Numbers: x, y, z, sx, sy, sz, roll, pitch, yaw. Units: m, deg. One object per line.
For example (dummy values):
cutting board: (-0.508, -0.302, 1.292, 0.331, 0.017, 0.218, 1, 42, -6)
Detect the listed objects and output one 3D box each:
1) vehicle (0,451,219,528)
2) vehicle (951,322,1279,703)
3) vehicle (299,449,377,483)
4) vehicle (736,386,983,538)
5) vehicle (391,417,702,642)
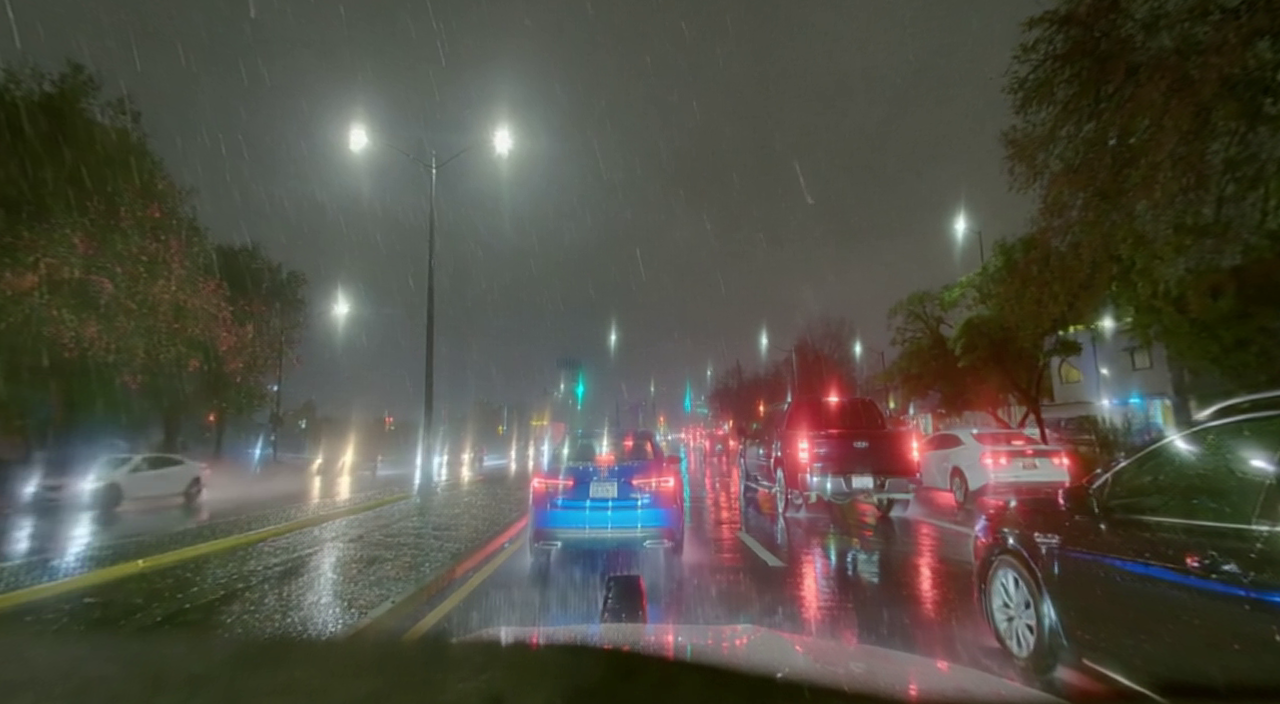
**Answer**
vehicle: (-12.726, 3.199, 15.231, 1.882, 1.538, 4.382, 0, -8, 1)
vehicle: (3.158, 0.760, 2.092, 1.982, 1.709, 4.427, 0, -9, 1)
vehicle: (-16.100, 6.077, 33.727, 2.000, 1.656, 4.160, 0, -9, 1)
vehicle: (3.510, 1.960, 11.701, 2.444, 2.098, 5.766, 0, -9, -1)
vehicle: (-0.581, 1.502, 6.336, 2.111, 1.506, 4.018, 0, -8, 2)
